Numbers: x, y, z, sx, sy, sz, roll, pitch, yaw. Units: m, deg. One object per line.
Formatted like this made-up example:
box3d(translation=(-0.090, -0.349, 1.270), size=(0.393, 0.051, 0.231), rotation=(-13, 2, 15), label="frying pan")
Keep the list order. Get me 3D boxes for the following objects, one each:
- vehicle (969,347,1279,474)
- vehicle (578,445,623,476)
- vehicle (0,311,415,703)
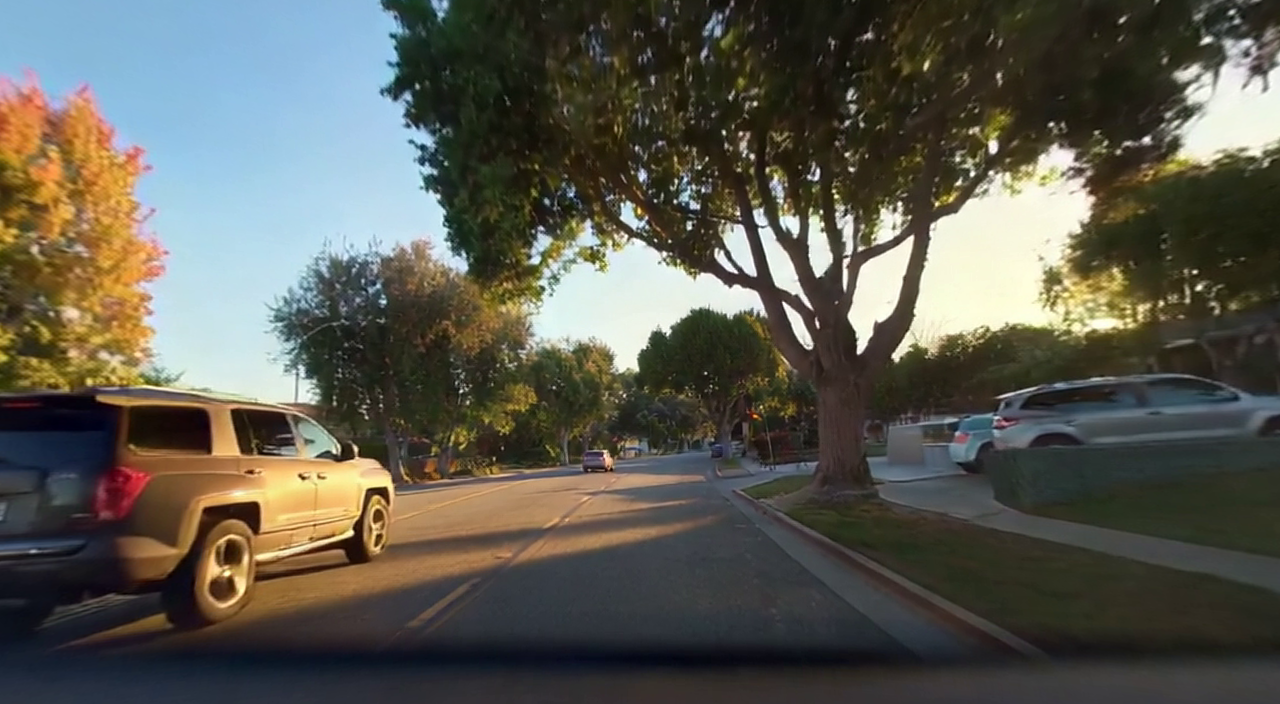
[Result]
box3d(translation=(9.012, 1.123, 11.043), size=(5.492, 1.923, 2.103), rotation=(-5, -10, 23), label="vehicle")
box3d(translation=(-2.273, 6.378, 37.273), size=(2.001, 1.664, 4.174), rotation=(-2, -9, 6), label="vehicle")
box3d(translation=(-4.022, 1.236, 5.694), size=(2.085, 2.084, 5.133), rotation=(-1, -9, 0), label="vehicle")
